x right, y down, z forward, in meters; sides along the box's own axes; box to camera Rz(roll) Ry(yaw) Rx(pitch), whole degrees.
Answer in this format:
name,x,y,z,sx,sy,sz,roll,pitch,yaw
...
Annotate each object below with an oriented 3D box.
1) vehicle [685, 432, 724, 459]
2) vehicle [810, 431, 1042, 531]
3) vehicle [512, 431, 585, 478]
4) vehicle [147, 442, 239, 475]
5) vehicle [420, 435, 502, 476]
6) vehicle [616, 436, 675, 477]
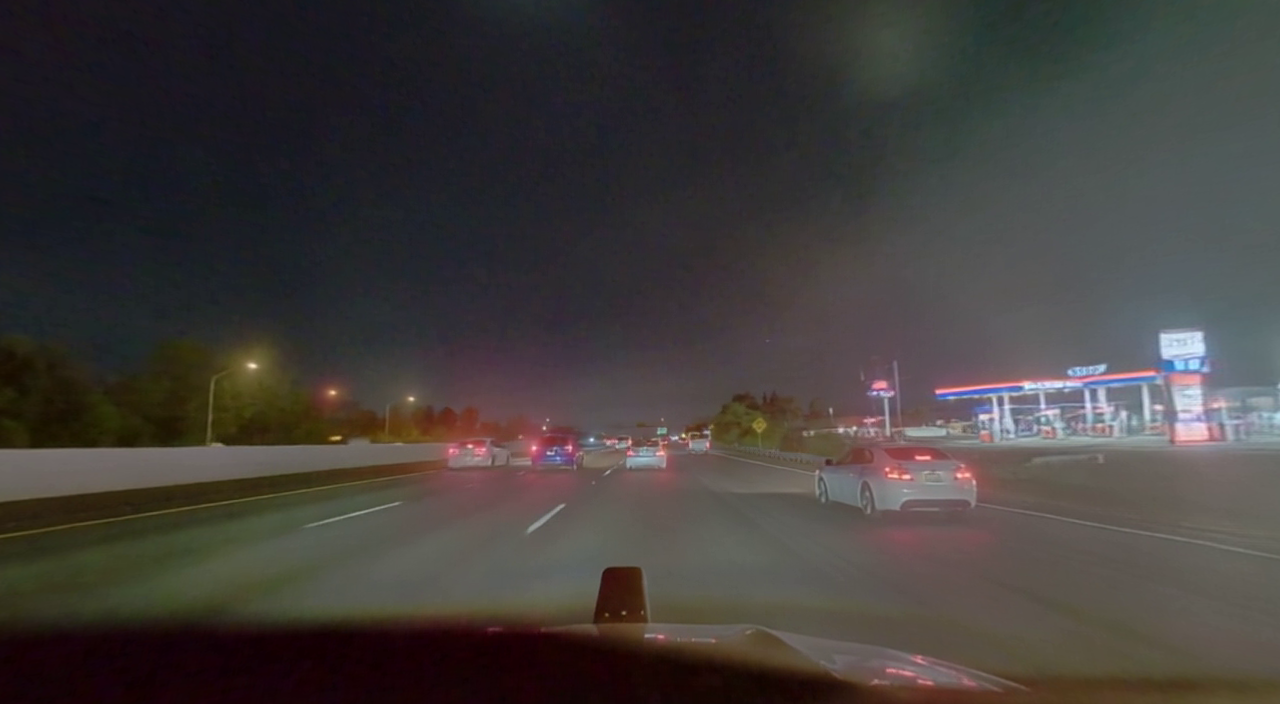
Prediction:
name,x,y,z,sx,sy,sz,roll,pitch,yaw
vehicle,4.490,6.608,44.626,2.261,1.781,4.709,0,-8,-1
vehicle,4.791,2.204,11.452,2.030,1.442,4.358,0,-8,-2
vehicle,-3.401,3.923,24.416,1.927,1.586,5.142,0,-8,2
vehicle,-21.369,5.074,30.315,1.747,1.443,3.579,0,-8,0
vehicle,-7.120,4.158,25.636,1.932,1.497,4.458,0,-8,1
vehicle,0.196,4.036,24.626,2.113,1.464,4.073,0,-8,0
